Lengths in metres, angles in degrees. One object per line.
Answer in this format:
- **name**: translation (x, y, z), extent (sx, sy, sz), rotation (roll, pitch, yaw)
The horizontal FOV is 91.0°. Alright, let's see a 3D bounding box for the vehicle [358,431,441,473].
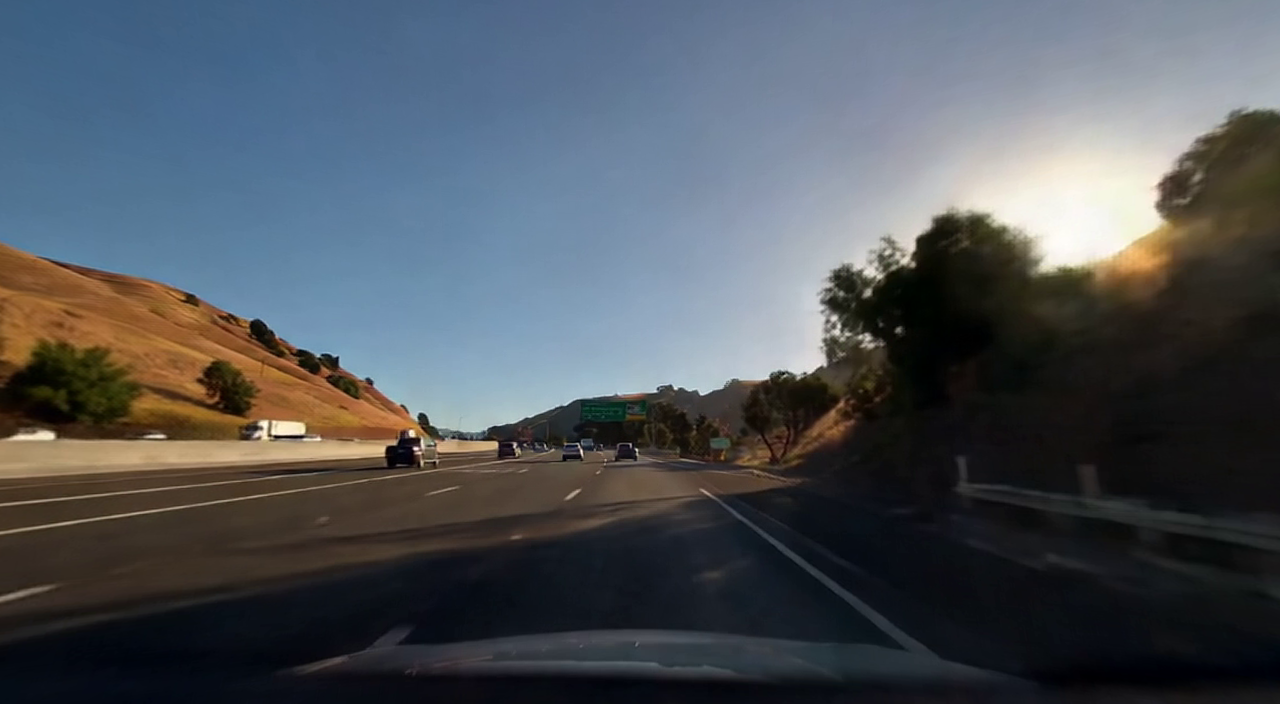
- **vehicle**: translation (-11.970, 5.013, 31.731), extent (2.219, 1.923, 4.985), rotation (0, -8, -1)

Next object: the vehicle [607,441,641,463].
- **vehicle**: translation (-1.196, 7.389, 46.691), extent (2.421, 1.594, 4.248), rotation (0, -8, -2)

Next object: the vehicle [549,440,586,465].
- **vehicle**: translation (-4.949, 6.909, 43.557), extent (2.060, 1.631, 4.214), rotation (0, -8, -1)
